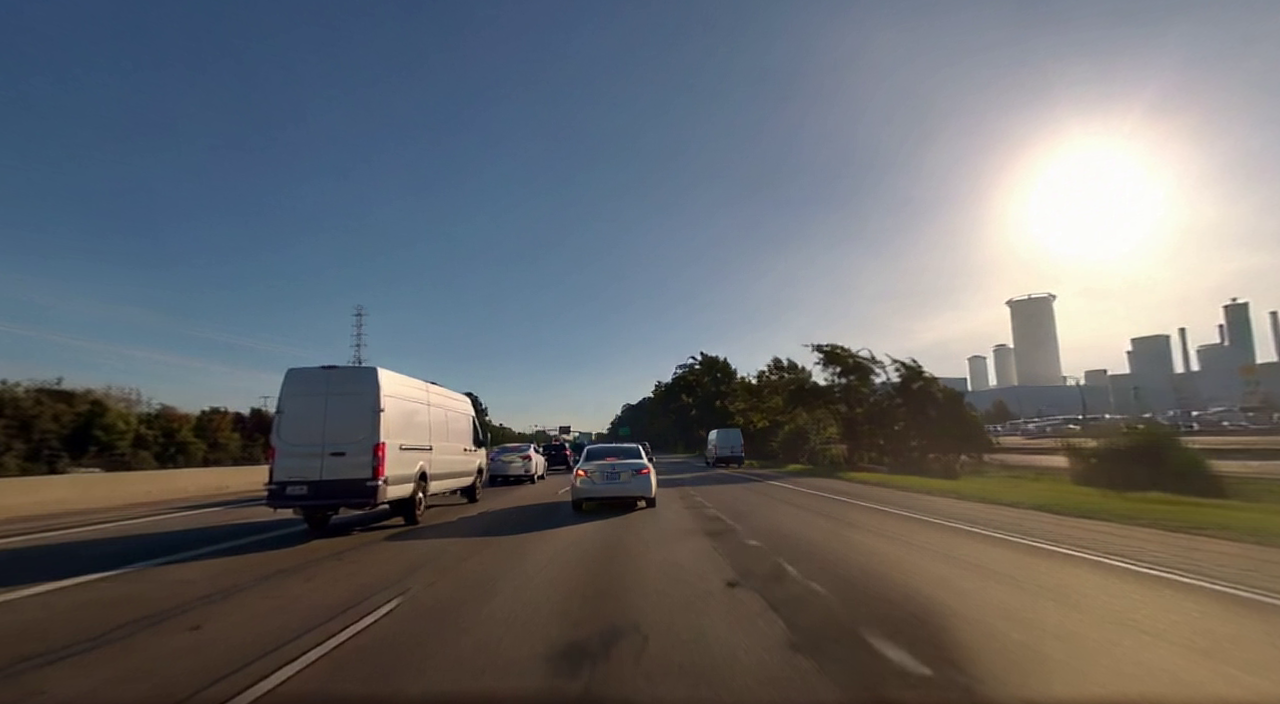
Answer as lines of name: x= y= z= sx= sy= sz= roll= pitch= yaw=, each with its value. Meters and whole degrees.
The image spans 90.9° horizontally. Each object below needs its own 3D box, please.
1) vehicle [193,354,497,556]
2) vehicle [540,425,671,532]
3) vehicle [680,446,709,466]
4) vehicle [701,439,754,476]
vehicle: x=-4.604 y=1.849 z=11.668 sx=2.248 sy=2.626 sz=6.837 roll=0 pitch=-9 yaw=0
vehicle: x=-0.552 y=2.330 z=12.070 sx=2.093 sy=1.695 sz=3.782 roll=0 pitch=-9 yaw=0
vehicle: x=4.170 y=8.068 z=48.883 sx=1.874 sy=1.512 sz=3.723 roll=0 pitch=-9 yaw=0
vehicle: x=4.322 y=5.298 z=31.770 sx=2.003 sy=1.754 sz=4.134 roll=0 pitch=-9 yaw=0
